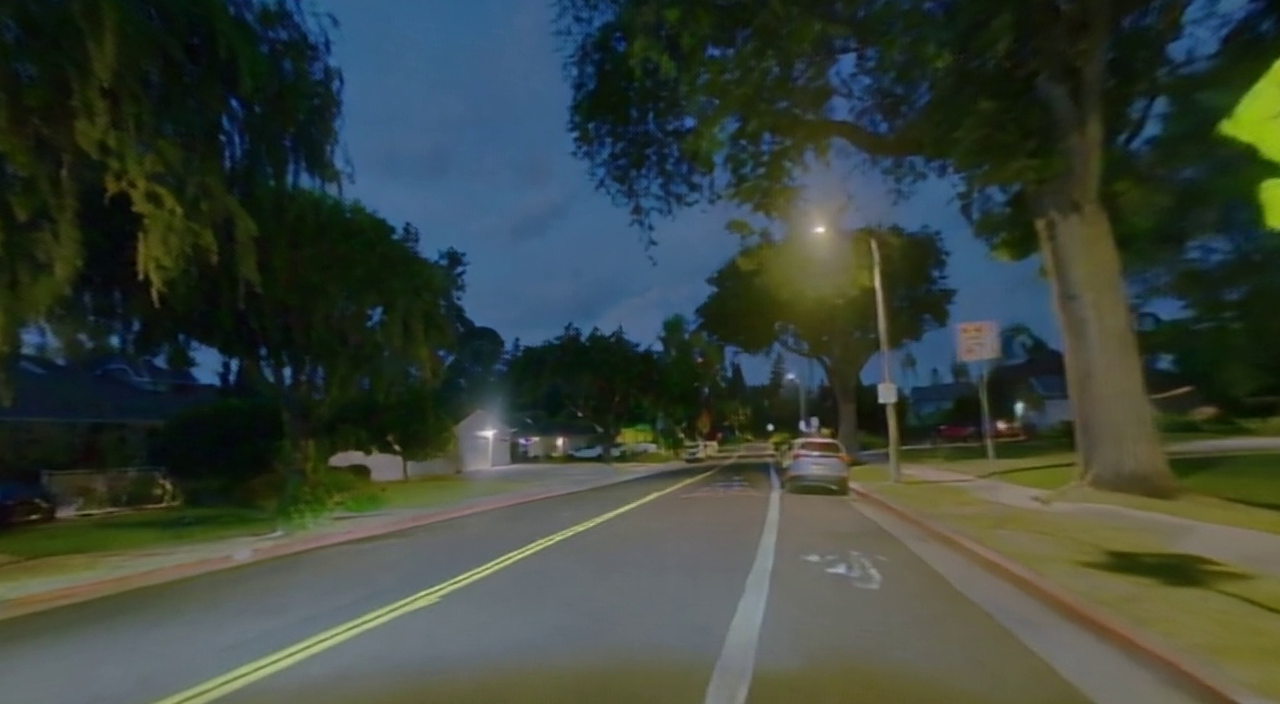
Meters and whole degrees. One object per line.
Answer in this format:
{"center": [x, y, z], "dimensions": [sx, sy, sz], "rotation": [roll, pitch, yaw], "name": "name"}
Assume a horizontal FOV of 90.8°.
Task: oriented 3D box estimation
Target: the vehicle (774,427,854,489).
{"center": [5.568, 3.433, 20.738], "dimensions": [2.204, 1.776, 4.262], "rotation": [-2, -9, 12], "name": "vehicle"}

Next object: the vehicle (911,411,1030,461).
{"center": [14.579, 3.703, 27.900], "dimensions": [4.390, 1.696, 1.954], "rotation": [-4, -7, -19], "name": "vehicle"}
